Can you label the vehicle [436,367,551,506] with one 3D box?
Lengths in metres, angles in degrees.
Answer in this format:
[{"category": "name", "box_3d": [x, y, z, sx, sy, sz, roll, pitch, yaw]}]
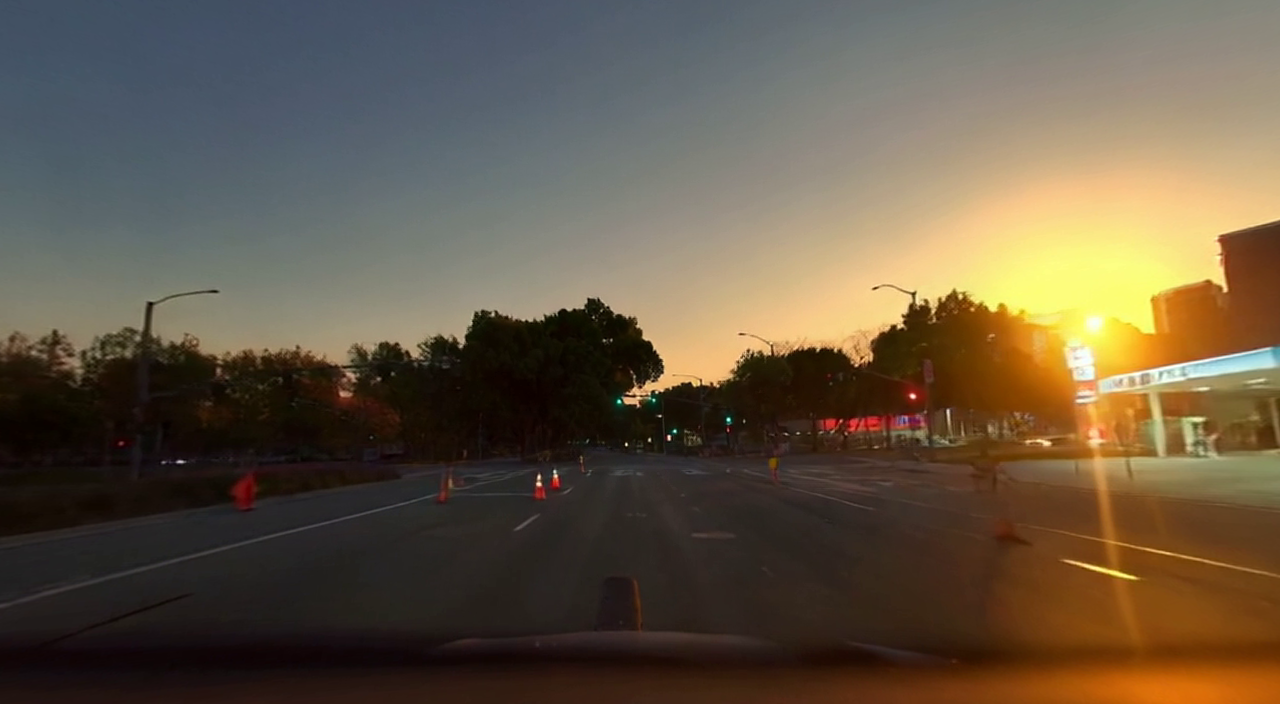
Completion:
[{"category": "vehicle", "box_3d": [-4.079, 2.384, 18.162, 2.637, 3.576, 3.006, -2, -7, -1]}]
